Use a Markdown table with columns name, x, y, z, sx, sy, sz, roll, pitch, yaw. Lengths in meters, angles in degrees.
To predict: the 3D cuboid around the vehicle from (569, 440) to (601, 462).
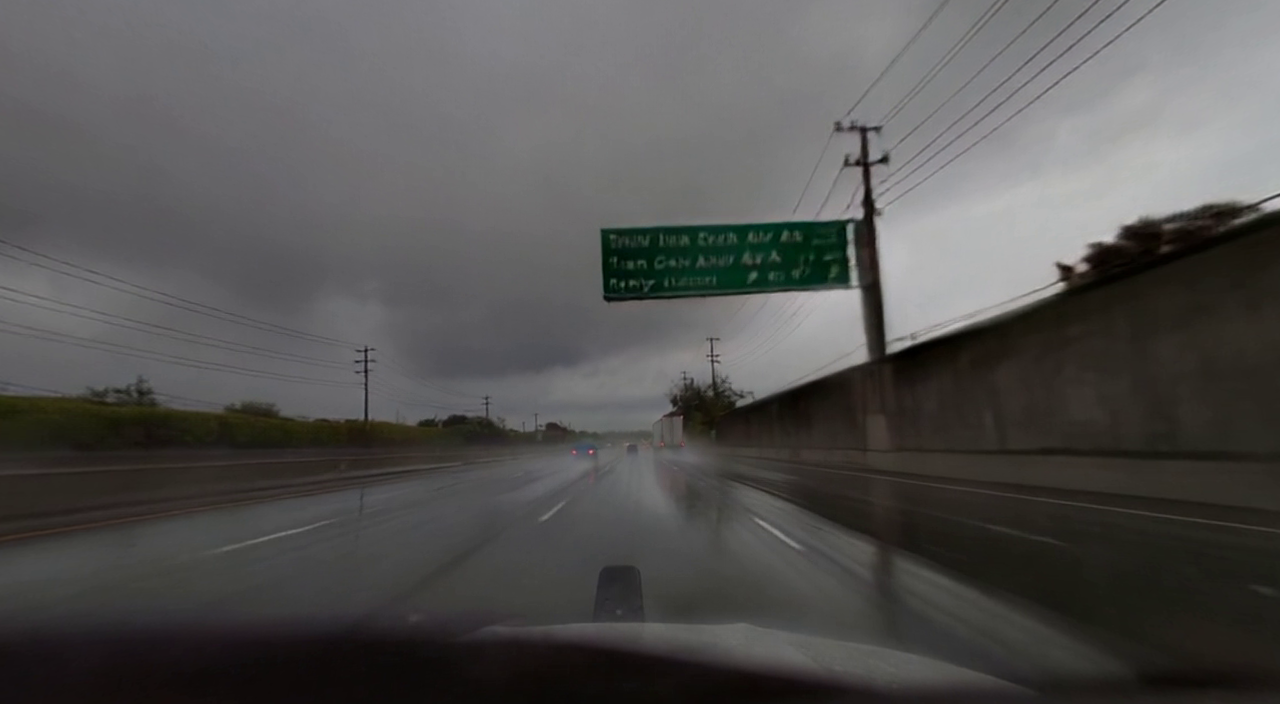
| name | x | y | z | sx | sy | sz | roll | pitch | yaw |
| --- | --- | --- | --- | --- | --- | --- | --- | --- | --- |
| vehicle | -3.995 | 7.286 | 46.389 | 2.009 | 1.533 | 4.175 | 0 | -9 | 0 |
